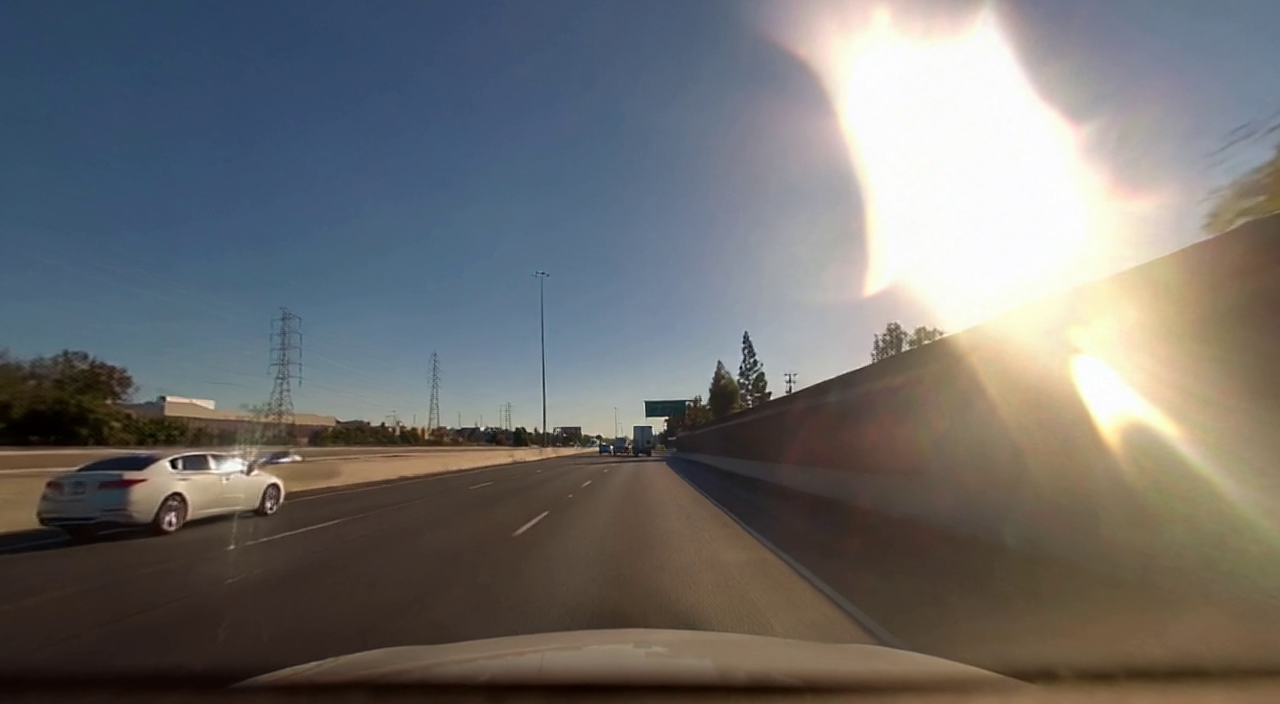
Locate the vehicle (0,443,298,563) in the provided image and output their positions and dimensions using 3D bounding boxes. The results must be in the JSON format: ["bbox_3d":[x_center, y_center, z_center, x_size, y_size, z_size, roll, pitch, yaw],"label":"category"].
[{"bbox_3d":[-7.778,2.206,10.136,1.979,1.470,4.485,0,-8,1],"label":"vehicle"}]
